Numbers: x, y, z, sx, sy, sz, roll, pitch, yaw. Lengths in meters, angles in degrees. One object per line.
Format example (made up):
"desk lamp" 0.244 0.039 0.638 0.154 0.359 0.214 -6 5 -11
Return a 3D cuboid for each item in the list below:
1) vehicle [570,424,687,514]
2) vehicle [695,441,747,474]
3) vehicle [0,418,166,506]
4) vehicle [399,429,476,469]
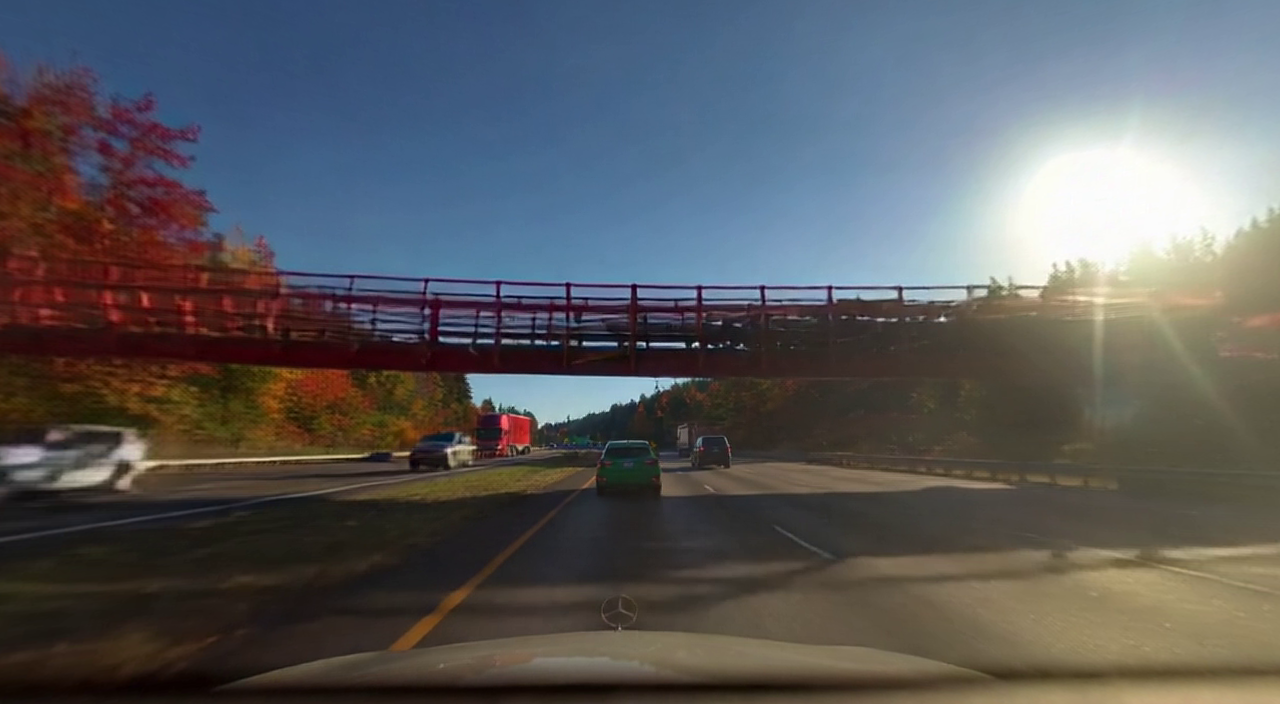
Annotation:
"vehicle" -0.244 2.587 14.270 2.259 1.699 4.015 0 -9 0
"vehicle" 3.886 5.134 30.683 1.894 1.487 3.751 0 -9 -2
"vehicle" -12.051 2.153 12.420 1.938 1.516 4.282 0 -9 0
"vehicle" -9.358 4.536 29.360 2.111 1.674 4.548 0 -9 -1
